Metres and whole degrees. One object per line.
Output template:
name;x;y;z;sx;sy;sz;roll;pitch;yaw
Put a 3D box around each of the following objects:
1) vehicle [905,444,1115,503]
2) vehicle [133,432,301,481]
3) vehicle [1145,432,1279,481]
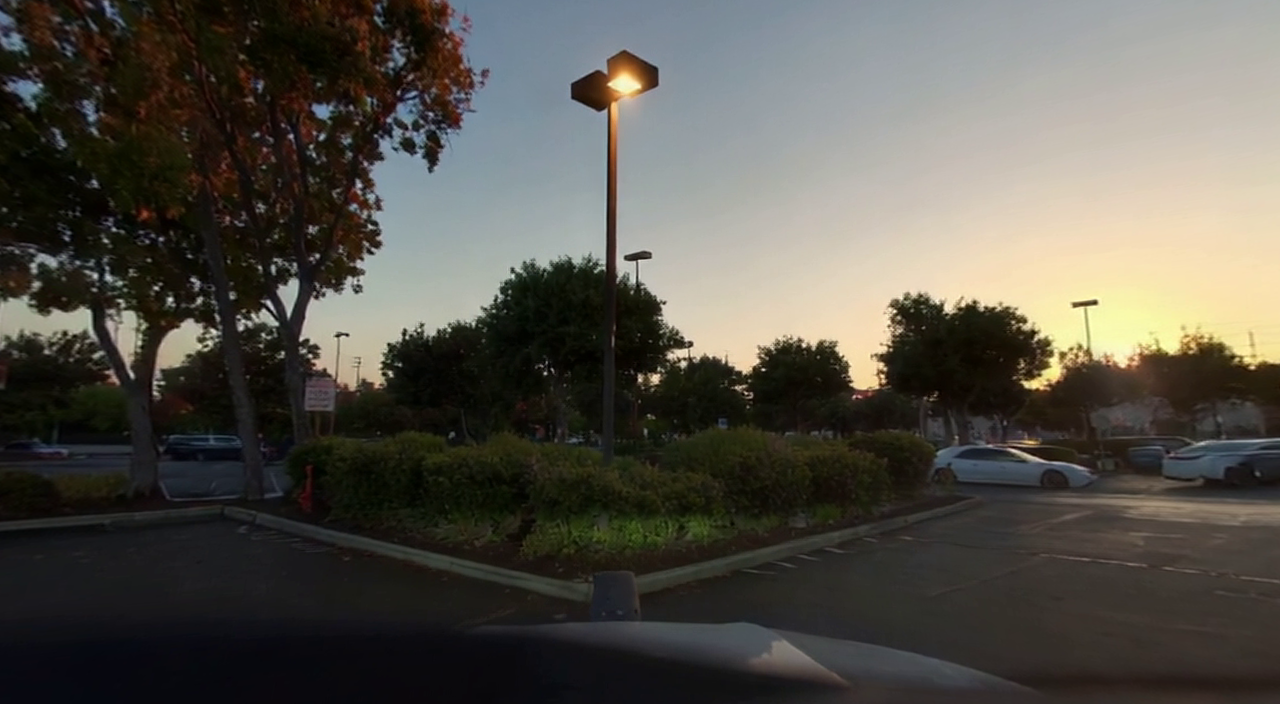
vehicle;10.357;3.352;17.945;4.772;1.441;1.976;-8;-11;41
vehicle;-15.611;3.862;23.575;1.921;1.632;4.752;-7;-11;41
vehicle;22.982;4.057;24.579;4.939;1.664;2.055;-9;-10;41
